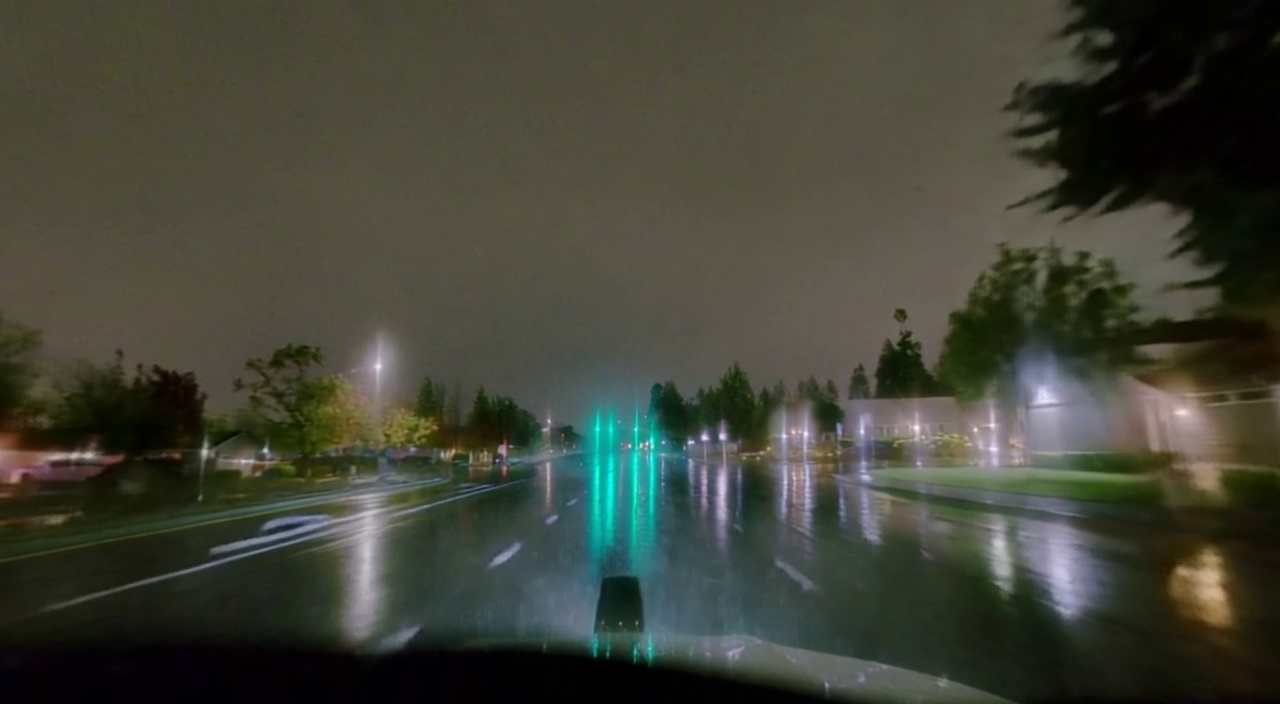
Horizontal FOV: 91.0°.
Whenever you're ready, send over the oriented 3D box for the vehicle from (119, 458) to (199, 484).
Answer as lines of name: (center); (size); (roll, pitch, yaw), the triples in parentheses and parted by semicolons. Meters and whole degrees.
vehicle: (-36.031, 8.956, 47.220); (4.515, 1.593, 1.827); (-3, -10, -2)
